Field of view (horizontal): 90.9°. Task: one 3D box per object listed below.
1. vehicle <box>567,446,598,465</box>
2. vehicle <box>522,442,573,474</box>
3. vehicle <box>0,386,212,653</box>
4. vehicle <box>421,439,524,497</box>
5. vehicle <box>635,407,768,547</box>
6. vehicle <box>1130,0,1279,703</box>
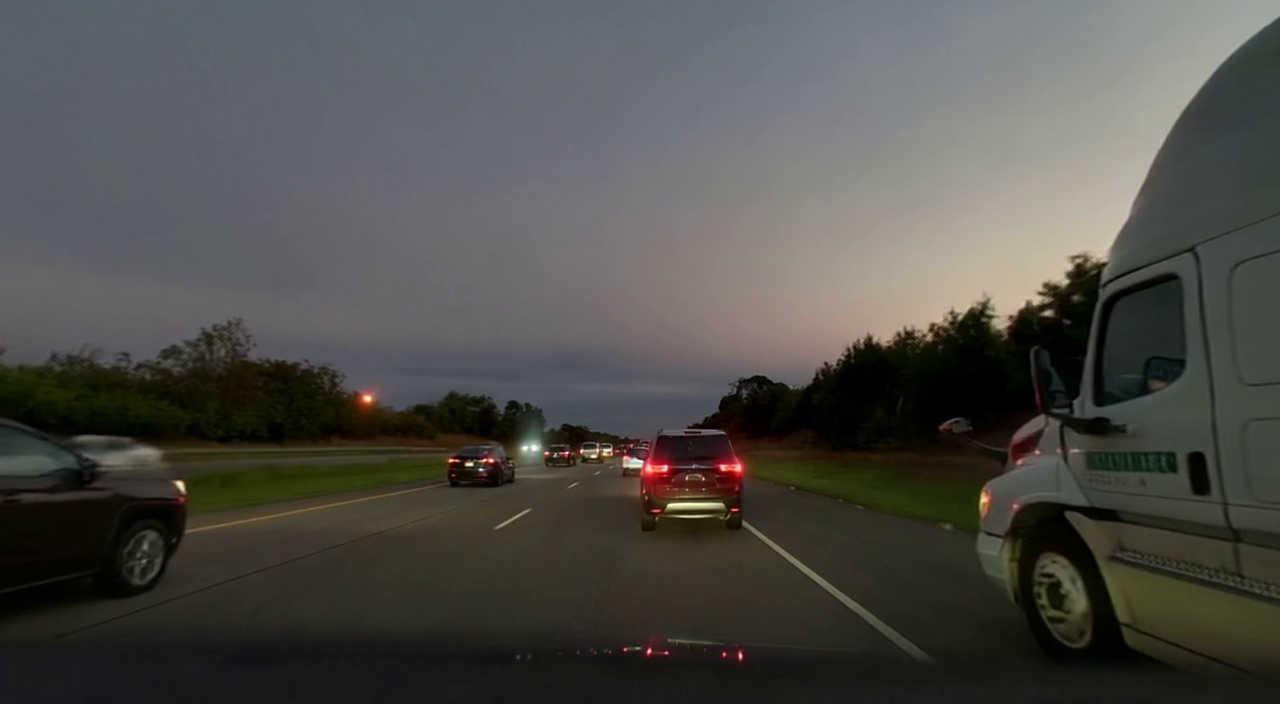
[{"bbox_3d":[-4.331,7.863,47.981,1.857,1.423,3.920,0,-9,1],"label":"vehicle"},{"bbox_3d":[-4.649,5.407,32.354,1.855,1.527,4.209,0,-9,2],"label":"vehicle"},{"bbox_3d":[-4.946,1.001,3.629,1.934,1.642,4.201,0,-9,1],"label":"vehicle"},{"bbox_3d":[-4.706,3.310,18.318,1.867,1.489,3.829,0,-9,1],"label":"vehicle"},{"bbox_3d":[0.836,2.023,10.742,1.825,1.920,3.960,0,-9,0],"label":"vehicle"},{"bbox_3d":[3.717,-0.190,1.091,2.141,3.473,4.217,0,-9,1],"label":"vehicle"}]
